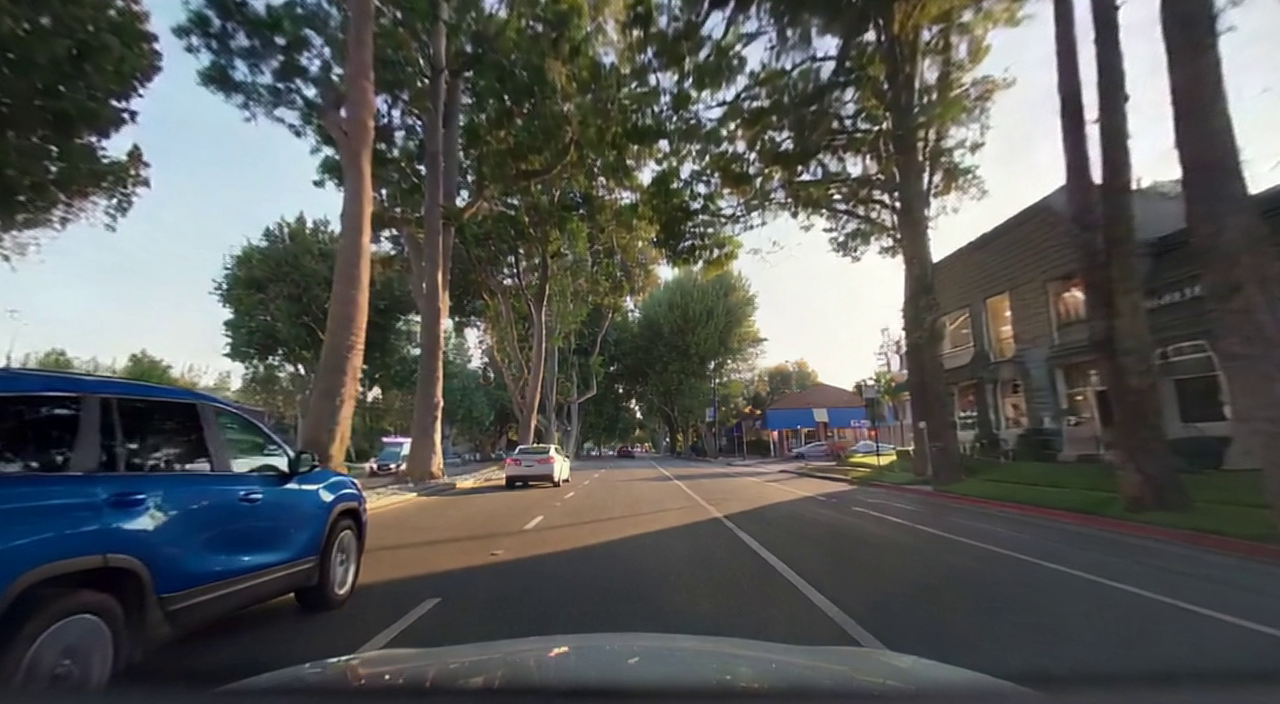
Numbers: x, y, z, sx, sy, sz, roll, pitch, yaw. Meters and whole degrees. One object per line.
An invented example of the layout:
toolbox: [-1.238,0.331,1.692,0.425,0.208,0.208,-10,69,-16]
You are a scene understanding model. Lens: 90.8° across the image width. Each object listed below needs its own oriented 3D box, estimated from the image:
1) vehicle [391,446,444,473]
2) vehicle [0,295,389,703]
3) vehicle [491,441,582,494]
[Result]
vehicle: [-16.198,7.837,46.225,2.096,1.803,4.889,0,-9,0]
vehicle: [-3.351,0.926,3.662,2.042,1.817,4.364,0,-9,-1]
vehicle: [-3.117,3.574,19.988,2.069,1.470,4.601,0,-9,0]
